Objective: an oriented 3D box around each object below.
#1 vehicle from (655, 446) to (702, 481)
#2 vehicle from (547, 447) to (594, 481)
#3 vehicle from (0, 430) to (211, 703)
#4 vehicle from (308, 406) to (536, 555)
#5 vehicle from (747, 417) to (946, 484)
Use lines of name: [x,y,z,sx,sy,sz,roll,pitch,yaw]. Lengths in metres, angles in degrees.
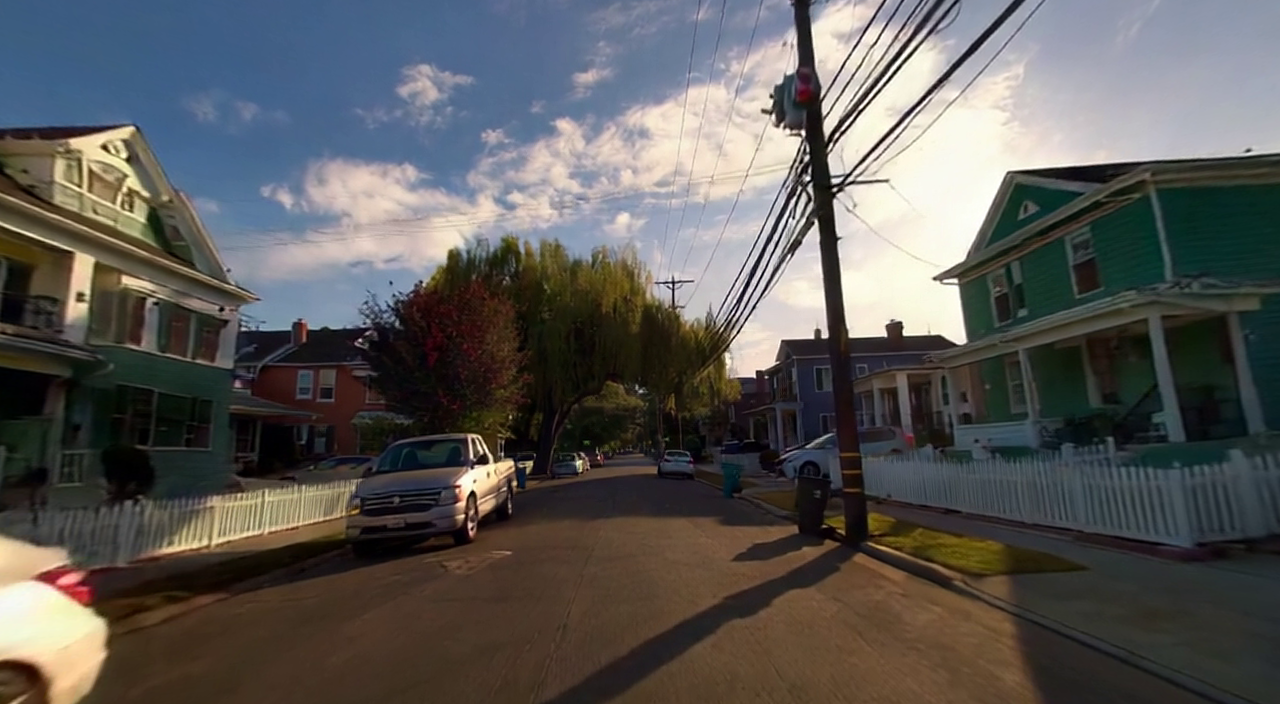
vehicle: [1.932,5.766,33.002,2.043,1.631,4.613,0,-8,-1]
vehicle: [-4.307,6.974,39.715,2.204,1.655,4.813,-8,-8,-1]
vehicle: [-3.371,0.946,0.983,2.071,1.485,4.610,-6,-8,3]
vehicle: [-3.735,2.293,12.264,2.399,2.085,5.589,-3,-8,0]
vehicle: [6.803,3.292,21.352,5.974,2.066,2.152,0,-7,-1]
